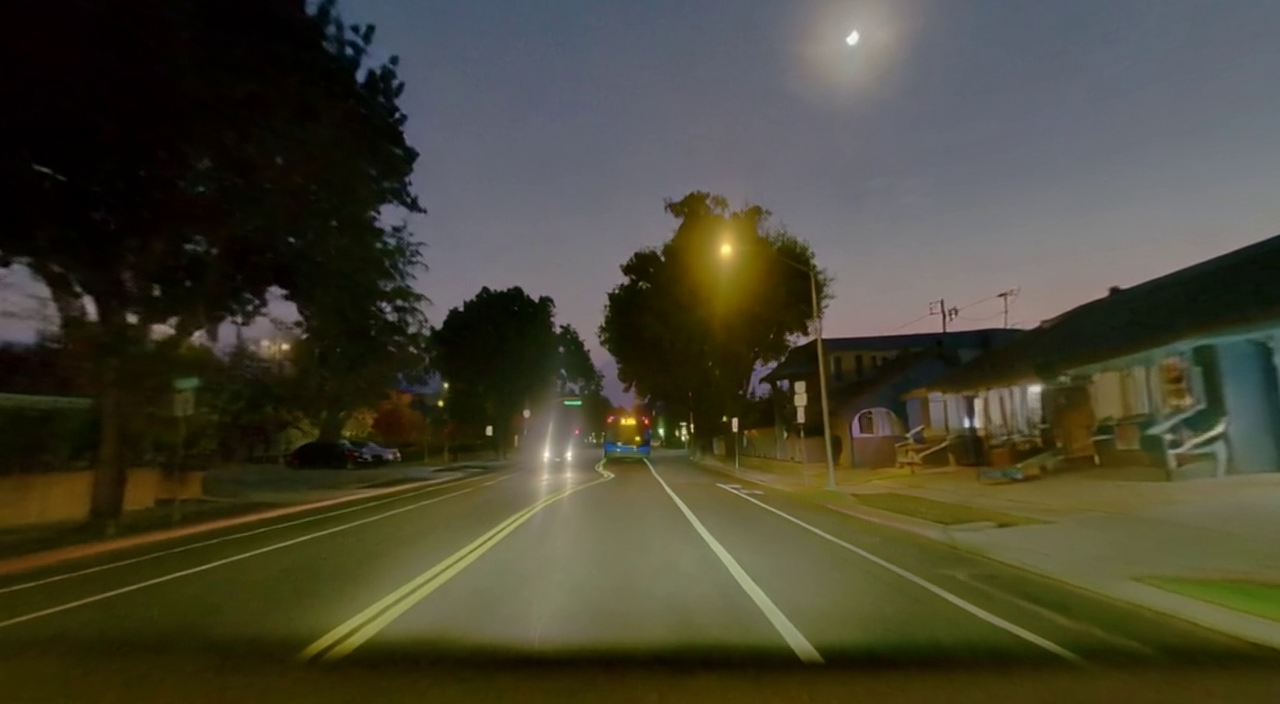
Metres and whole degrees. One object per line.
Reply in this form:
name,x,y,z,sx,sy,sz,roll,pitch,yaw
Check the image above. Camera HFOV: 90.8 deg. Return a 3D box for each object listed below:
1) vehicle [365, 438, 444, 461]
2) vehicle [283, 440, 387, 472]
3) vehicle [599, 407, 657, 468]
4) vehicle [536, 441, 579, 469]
vehicle,-16.648,6.914,44.813,4.778,1.565,1.919,0,-8,-1
vehicle,-15.878,5.419,33.080,4.481,1.591,1.807,0,-9,-2
vehicle,-0.590,5.634,41.461,3.031,3.200,13.052,3,-8,1
vehicle,-4.648,5.877,36.228,1.925,1.489,4.235,0,-8,-1
